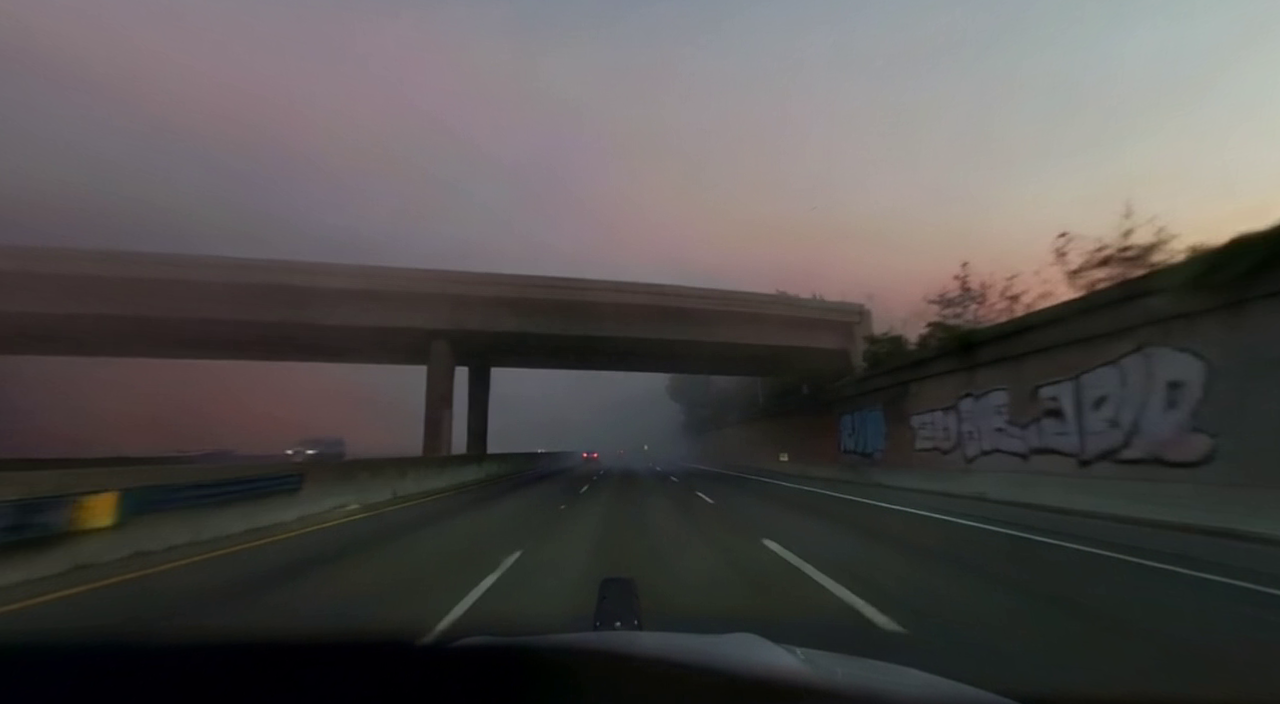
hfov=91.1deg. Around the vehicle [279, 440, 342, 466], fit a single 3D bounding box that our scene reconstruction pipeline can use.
[{"bbox_3d":[-19.984,6.146,38.324,1.743,1.458,3.911,0,-9,-1],"label":"vehicle"}]
